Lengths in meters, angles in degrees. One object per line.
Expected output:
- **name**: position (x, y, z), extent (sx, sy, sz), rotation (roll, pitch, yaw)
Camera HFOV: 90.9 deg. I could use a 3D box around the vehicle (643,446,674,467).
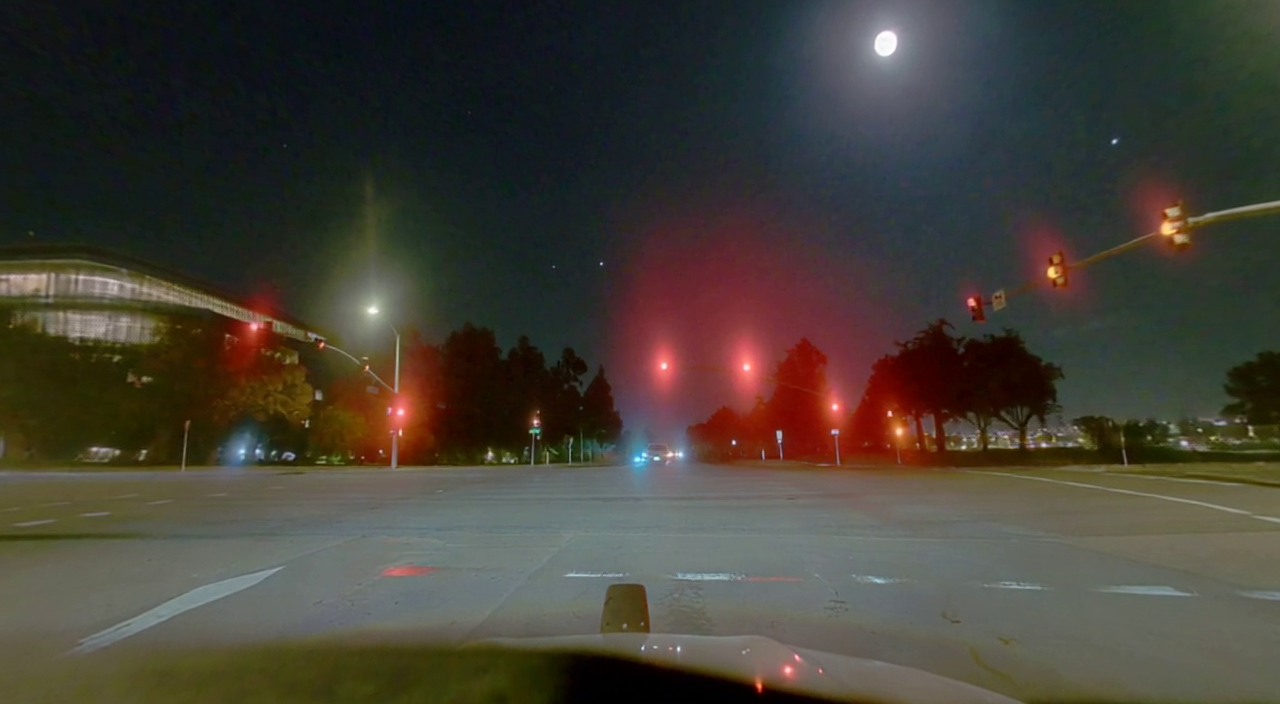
- **vehicle**: position (1.299, 7.643, 46.455), extent (2.132, 1.449, 4.235), rotation (0, -9, 0)
